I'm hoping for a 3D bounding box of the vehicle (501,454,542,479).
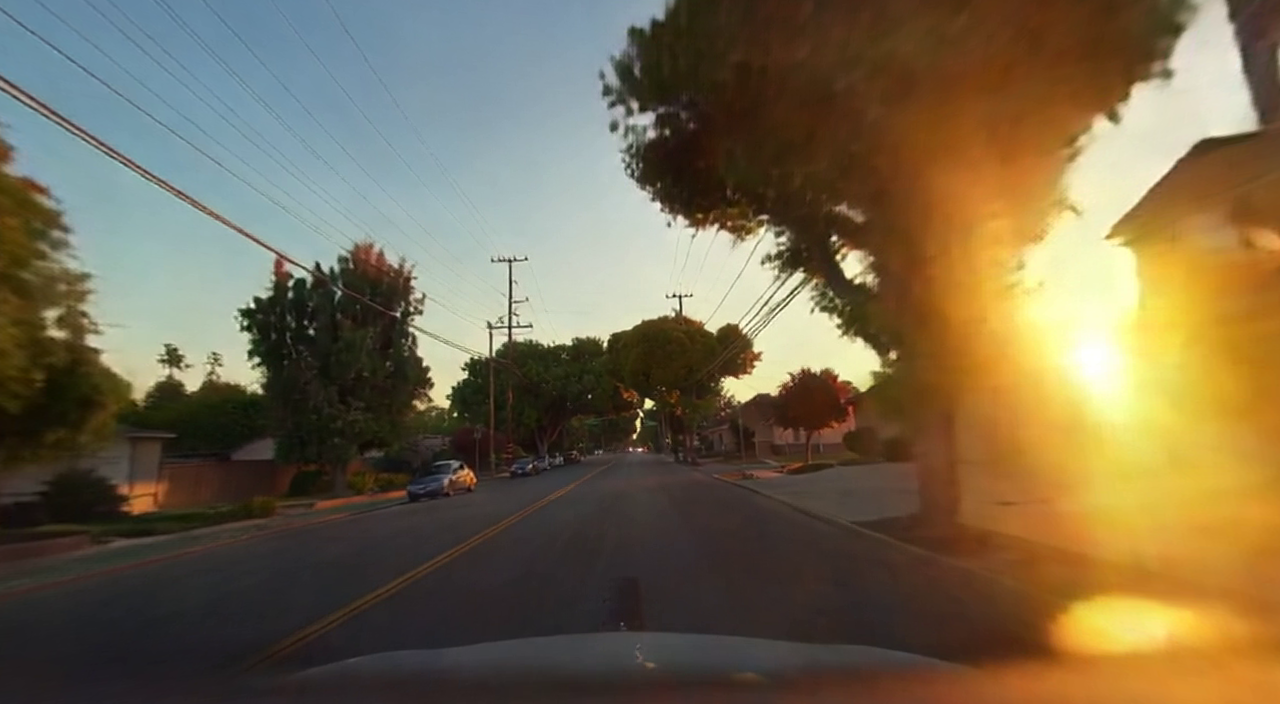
[{"bbox_3d":[-7.761,7.510,41.650,1.949,1.512,3.818,0,-9,0],"label":"vehicle"}]

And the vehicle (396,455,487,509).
[{"bbox_3d":[-7.259,4.764,23.588,1.869,1.442,4.344,-9,-8,-1],"label":"vehicle"}]
